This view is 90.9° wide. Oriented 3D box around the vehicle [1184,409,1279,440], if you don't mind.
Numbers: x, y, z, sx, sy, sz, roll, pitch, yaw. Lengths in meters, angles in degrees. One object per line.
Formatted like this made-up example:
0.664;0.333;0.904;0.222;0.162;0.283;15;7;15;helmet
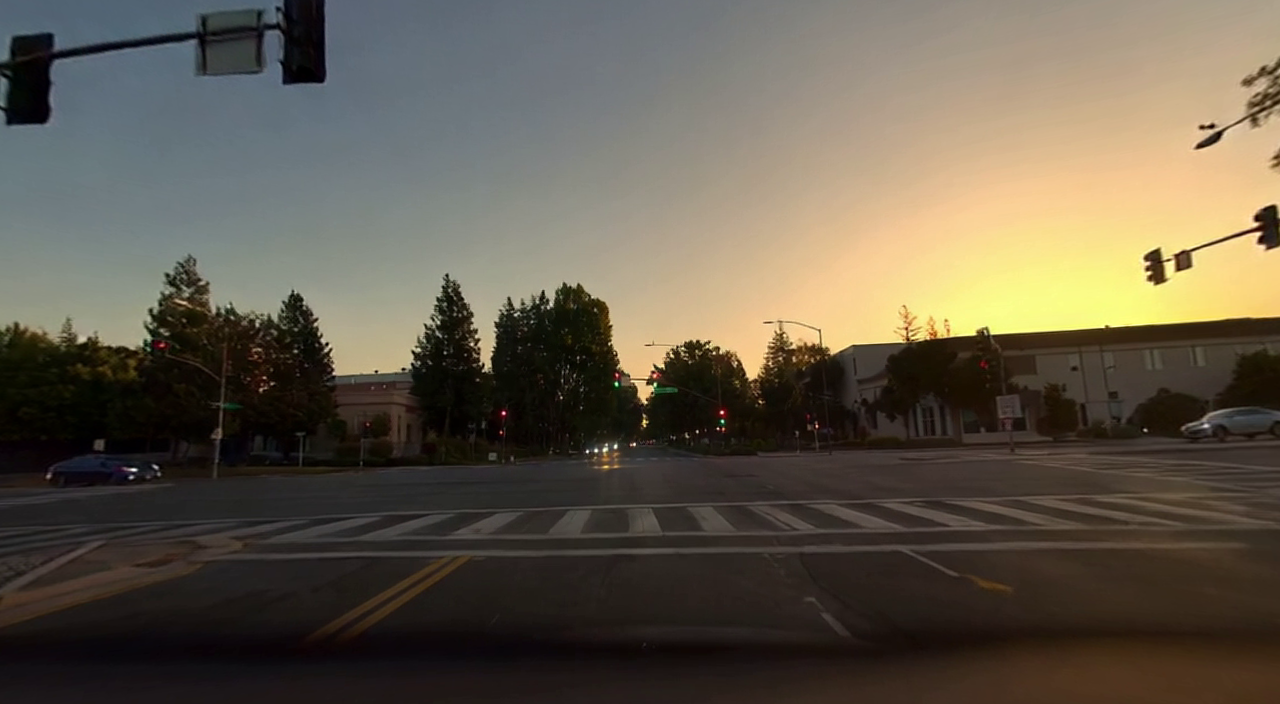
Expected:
33.938;4.105;35.607;4.483;1.691;1.949;0;-8;1;vehicle

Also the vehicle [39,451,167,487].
-25.163;5.476;29.641;4.332;1.573;1.900;0;-8;3;vehicle
